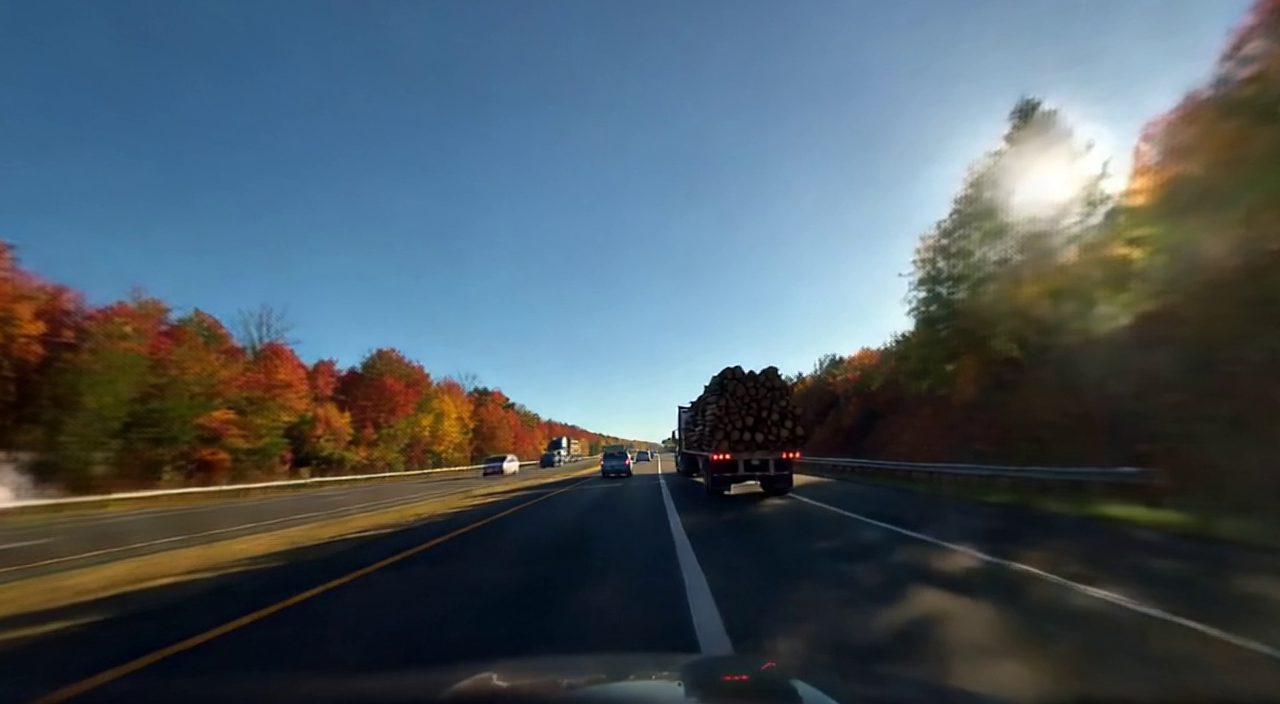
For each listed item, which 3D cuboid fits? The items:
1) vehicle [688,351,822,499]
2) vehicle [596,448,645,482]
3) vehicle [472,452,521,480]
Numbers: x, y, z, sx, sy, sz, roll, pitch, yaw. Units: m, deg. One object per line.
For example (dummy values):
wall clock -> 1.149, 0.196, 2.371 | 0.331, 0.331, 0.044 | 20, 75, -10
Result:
vehicle -> 3.354, 2.559, 20.860 | 3.004, 3.923, 8.363 | -1, -9, 1
vehicle -> -0.849, 5.352, 29.997 | 2.099, 1.506, 4.097 | -1, -9, 2
vehicle -> -9.083, 7.202, 40.014 | 1.946, 1.628, 4.553 | -1, -9, 2
